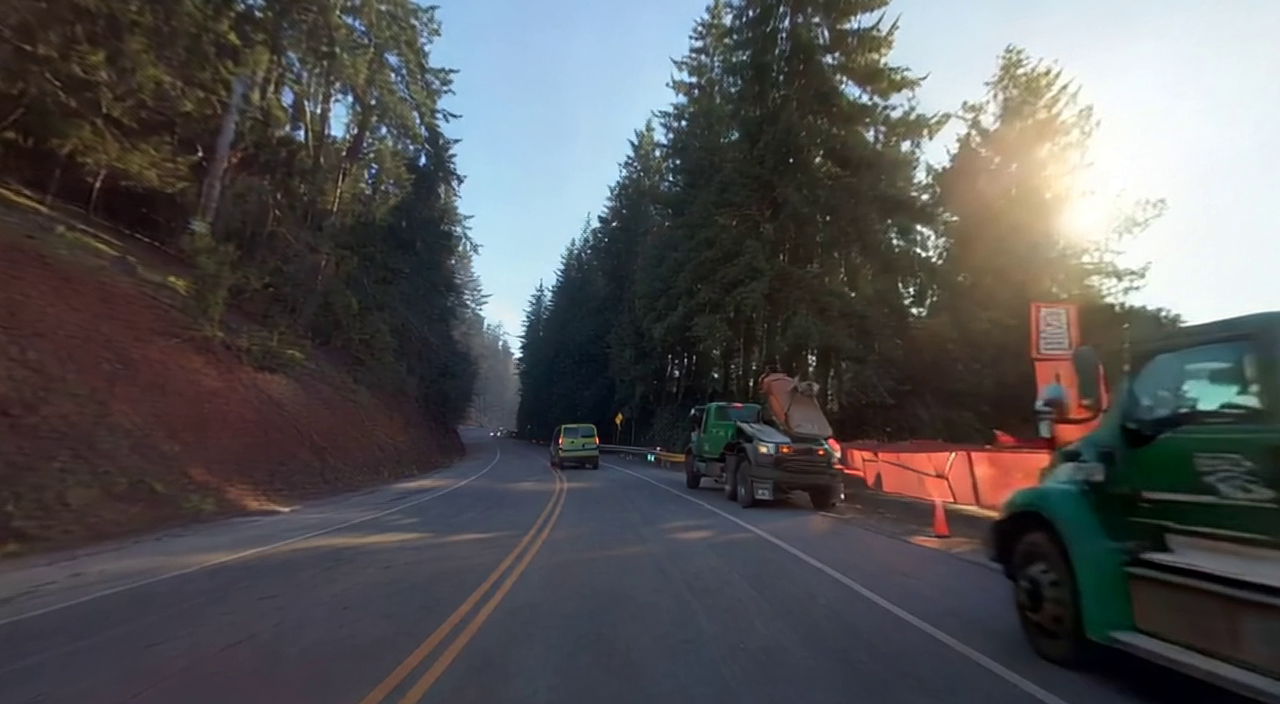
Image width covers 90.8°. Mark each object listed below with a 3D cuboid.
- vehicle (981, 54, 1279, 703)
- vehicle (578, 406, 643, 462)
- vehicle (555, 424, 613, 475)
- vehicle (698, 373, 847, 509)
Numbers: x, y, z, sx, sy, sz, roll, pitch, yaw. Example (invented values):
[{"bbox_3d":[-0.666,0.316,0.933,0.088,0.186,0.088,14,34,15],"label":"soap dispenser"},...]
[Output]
[{"bbox_3d":[4.654,-0.035,1.434,3.126,3.310,8.534,0,-9,2],"label":"vehicle"},{"bbox_3d":[-2.538,6.547,49.685,2.967,3.874,10.436,2,-9,-14],"label":"vehicle"},{"bbox_3d":[-2.787,4.676,30.313,2.362,2.223,4.892,1,-9,-9],"label":"vehicle"},{"bbox_3d":[3.201,2.315,16.419,2.703,3.066,4.047,1,-9,-4],"label":"vehicle"}]
